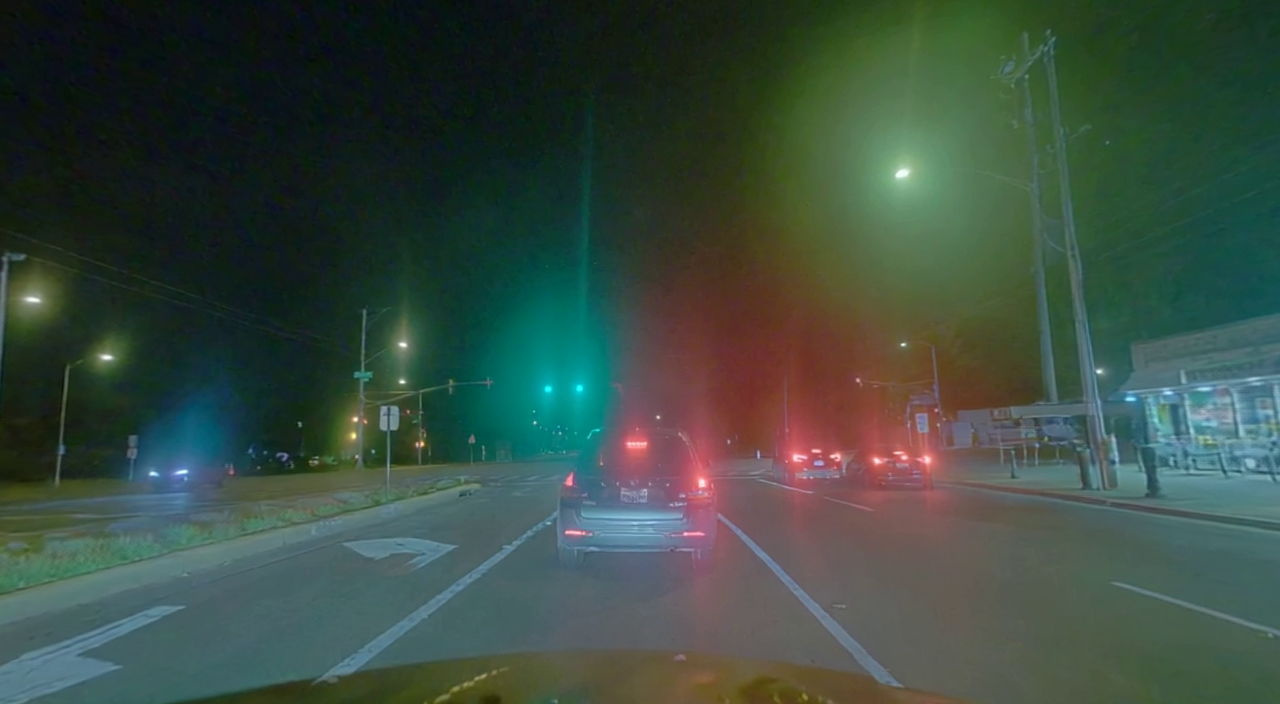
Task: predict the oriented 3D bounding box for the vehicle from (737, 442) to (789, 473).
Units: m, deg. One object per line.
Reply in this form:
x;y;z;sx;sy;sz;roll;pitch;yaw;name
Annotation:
6.267;5.448;32.629;1.961;1.477;4.454;0;-8;2;vehicle

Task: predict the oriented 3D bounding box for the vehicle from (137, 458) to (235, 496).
-20.282;5.558;28.361;1.969;1.458;4.300;2;-9;-13;vehicle

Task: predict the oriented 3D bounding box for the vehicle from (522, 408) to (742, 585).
-0.059;1.691;8.114;2.115;1.700;3.901;0;-8;1;vehicle

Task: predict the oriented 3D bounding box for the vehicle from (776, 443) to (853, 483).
6.858;4.376;25.224;1.833;1.452;4.237;0;-8;0;vehicle

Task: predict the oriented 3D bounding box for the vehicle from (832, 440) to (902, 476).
11.184;5.253;31.395;2.081;1.651;4.432;-1;-9;4;vehicle
